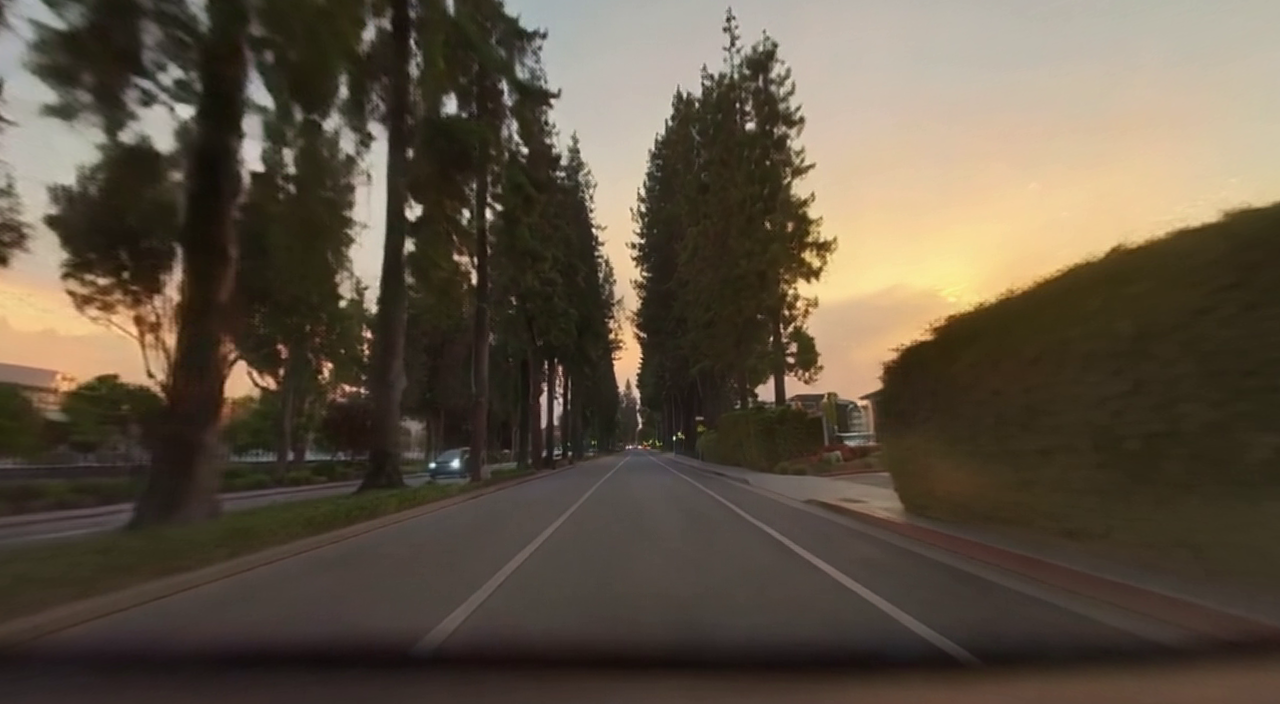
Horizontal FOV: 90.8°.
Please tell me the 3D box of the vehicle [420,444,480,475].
[{"bbox_3d":[-13.560,7.686,45.519,2.505,2.059,5.803,0,-8,0],"label":"vehicle"}]
